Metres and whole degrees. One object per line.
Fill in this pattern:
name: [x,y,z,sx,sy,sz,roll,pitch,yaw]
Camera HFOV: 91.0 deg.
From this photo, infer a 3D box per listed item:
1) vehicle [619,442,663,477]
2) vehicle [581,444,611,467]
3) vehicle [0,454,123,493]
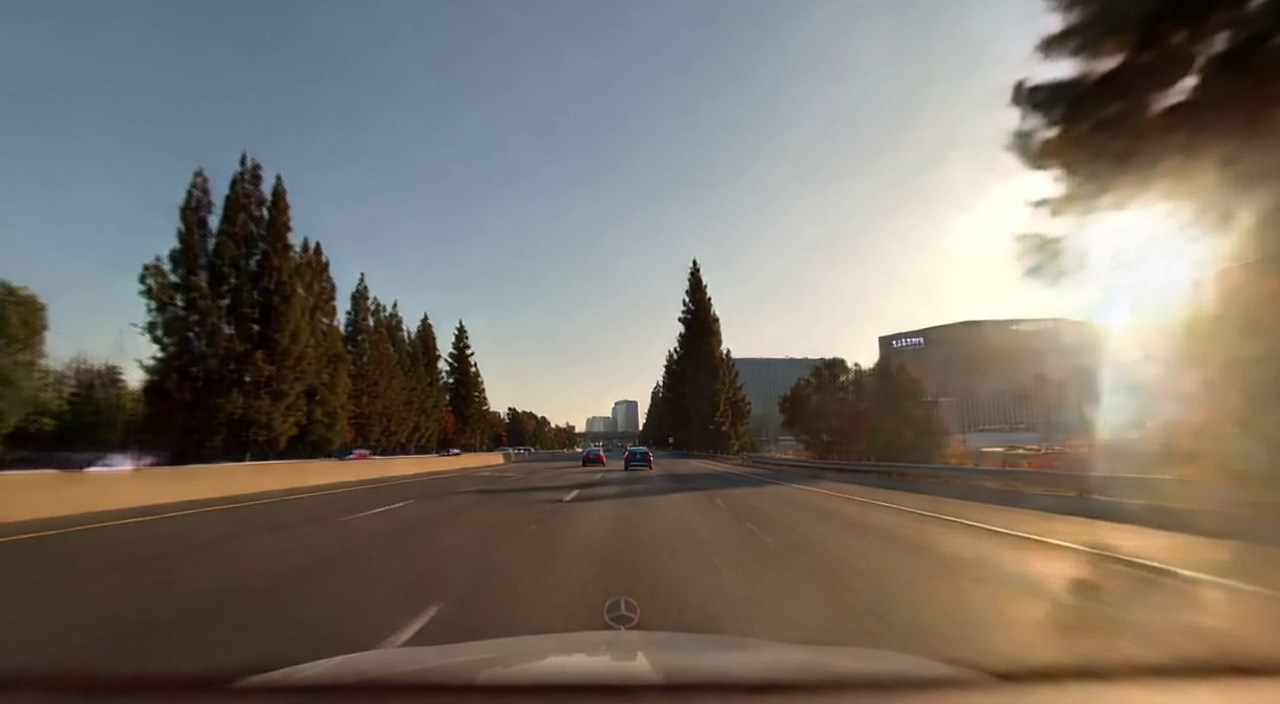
vehicle: [0.026,5.896,34.786,2.302,1.810,4.707,0,-9,-1]
vehicle: [-3.435,8.164,49.790,2.049,1.659,4.183,0,-9,0]
vehicle: [-30.031,6.226,32.753,2.054,1.774,4.953,0,-9,0]
